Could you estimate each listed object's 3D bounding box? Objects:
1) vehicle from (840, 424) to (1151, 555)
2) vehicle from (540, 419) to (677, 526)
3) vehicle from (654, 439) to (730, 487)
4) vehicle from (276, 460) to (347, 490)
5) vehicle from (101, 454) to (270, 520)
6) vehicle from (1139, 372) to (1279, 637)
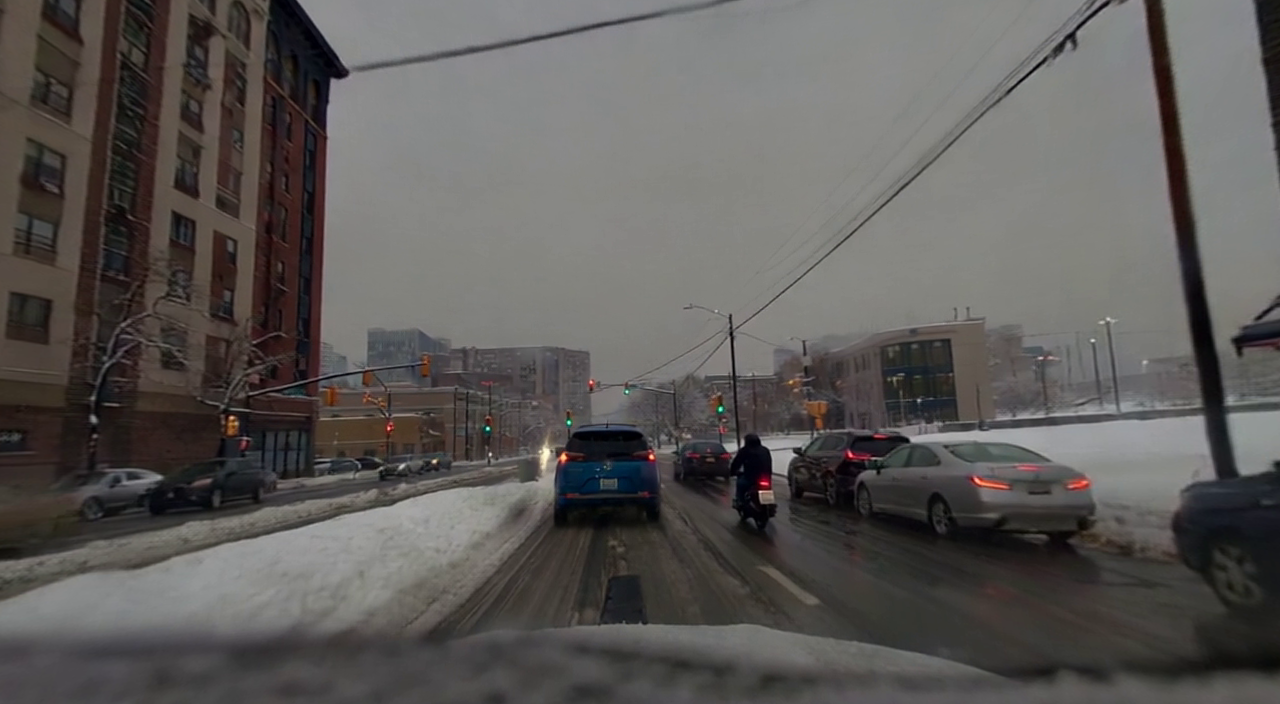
[{"bbox_3d":[4.954,1.970,9.808,2.012,1.532,4.565,0,-9,-3],"label":"vehicle"},{"bbox_3d":[-0.590,2.307,12.599,2.265,1.748,4.130,0,-9,-2],"label":"vehicle"},{"bbox_3d":[1.697,3.845,22.227,2.101,1.507,4.355,0,-9,-3],"label":"vehicle"},{"bbox_3d":[-19.294,7.225,37.292,2.038,1.607,4.348,1,-9,-3],"label":"vehicle"},{"bbox_3d":[-14.684,4.325,20.836,2.267,1.831,4.702,0,-9,-4],"label":"vehicle"},{"bbox_3d":[5.300,0.840,3.110,2.094,1.719,4.150,0,-9,-3],"label":"vehicle"}]
